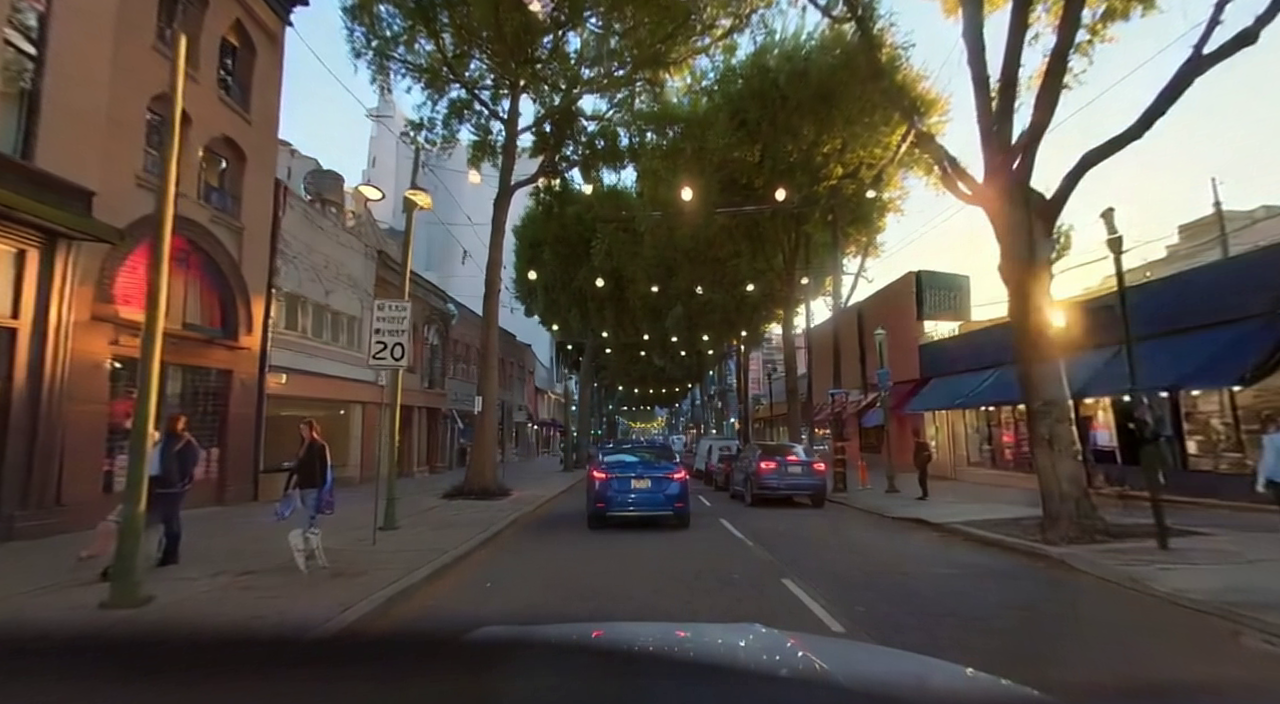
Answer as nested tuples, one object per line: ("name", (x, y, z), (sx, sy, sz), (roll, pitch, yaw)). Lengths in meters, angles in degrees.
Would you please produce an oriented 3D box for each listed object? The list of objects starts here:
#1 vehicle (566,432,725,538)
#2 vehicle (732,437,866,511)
("vehicle", (0.009, 2.210, 11.137), (2.261, 1.474, 4.130), (0, -9, -2))
("vehicle", (3.644, 2.884, 15.437), (2.025, 1.523, 4.426), (0, -9, -1))
